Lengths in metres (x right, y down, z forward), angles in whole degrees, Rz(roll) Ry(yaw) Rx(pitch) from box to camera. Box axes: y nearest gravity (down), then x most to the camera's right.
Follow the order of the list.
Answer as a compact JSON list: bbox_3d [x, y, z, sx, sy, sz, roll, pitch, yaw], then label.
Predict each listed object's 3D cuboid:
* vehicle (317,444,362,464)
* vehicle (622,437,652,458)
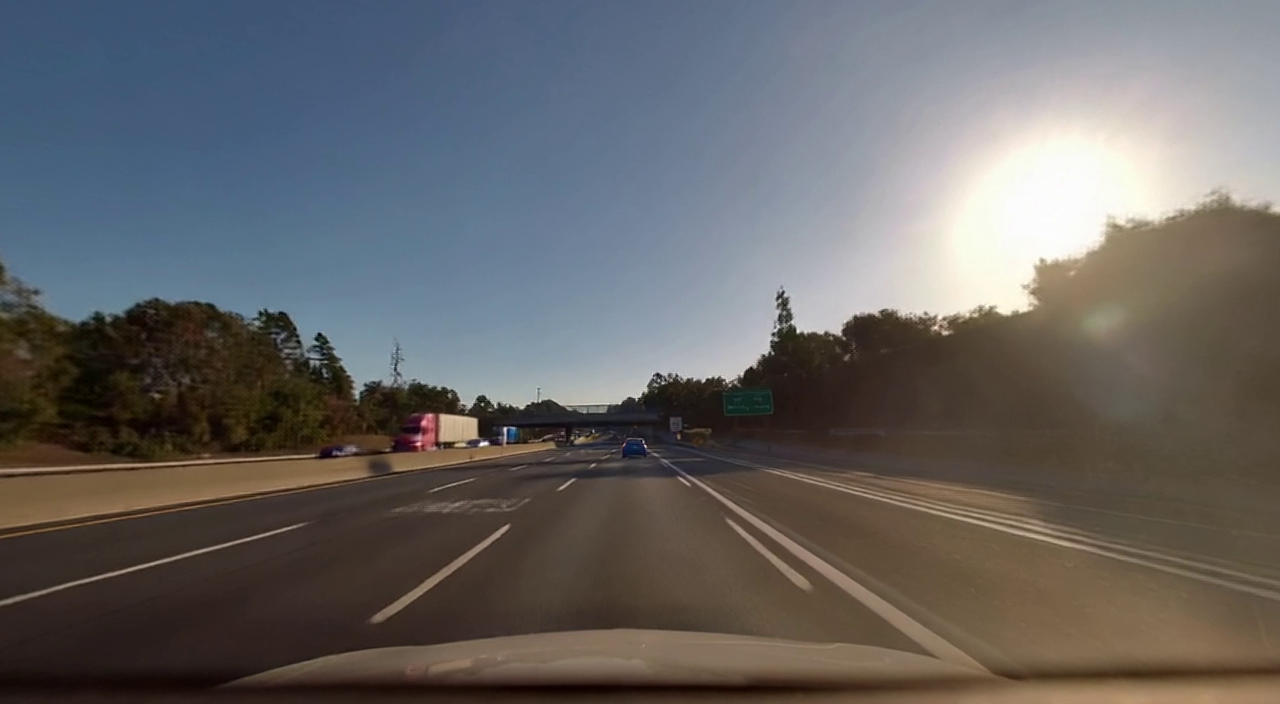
[{"bbox_3d":[-23.075,7.807,48.482,1.735,1.426,3.633,0,-8,-1],"label":"vehicle"},{"bbox_3d":[-0.236,6.838,45.143,2.028,1.440,3.690,0,-8,-2],"label":"vehicle"}]
